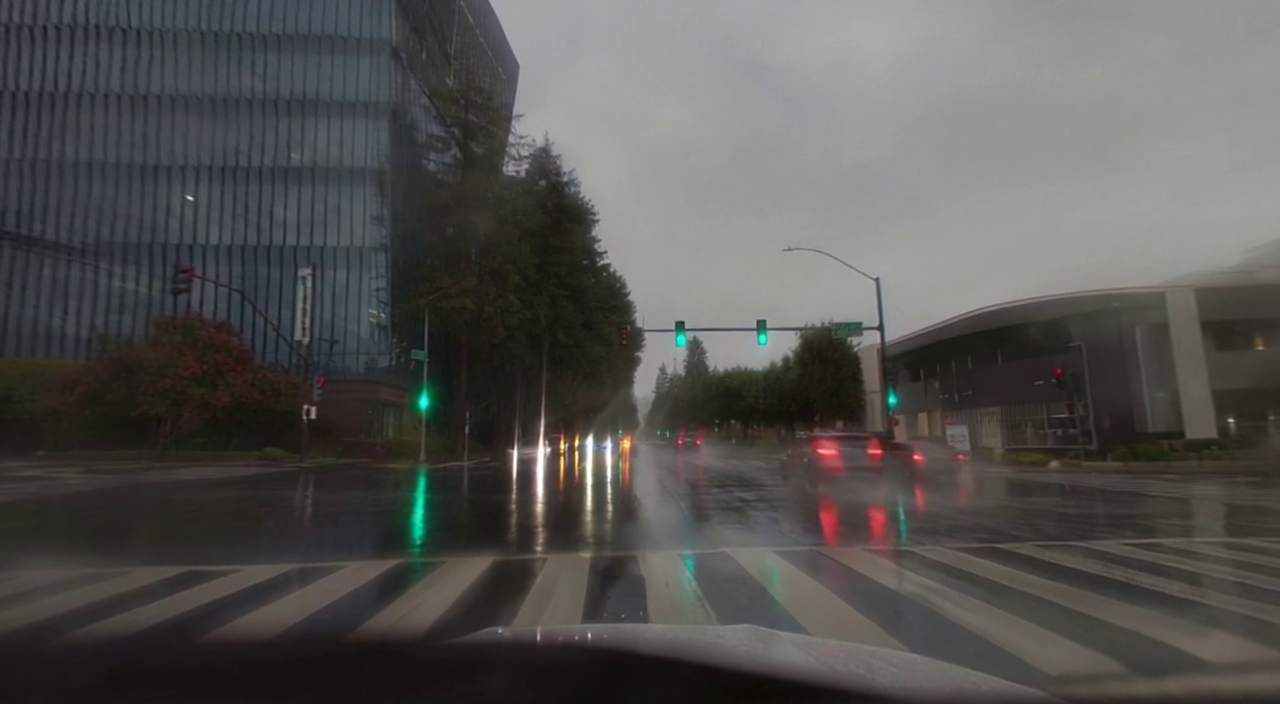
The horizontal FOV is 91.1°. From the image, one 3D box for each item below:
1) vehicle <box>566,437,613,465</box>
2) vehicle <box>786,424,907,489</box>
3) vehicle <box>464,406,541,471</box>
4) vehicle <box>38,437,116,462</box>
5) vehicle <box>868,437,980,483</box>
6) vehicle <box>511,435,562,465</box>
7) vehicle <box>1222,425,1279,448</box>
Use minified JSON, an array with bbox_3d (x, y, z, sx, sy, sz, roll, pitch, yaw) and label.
[{"bbox_3d":[-2.758,5.592,35.569,2.147,1.481,4.331,0,-9,2],"label":"vehicle"},{"bbox_3d":[6.133,3.178,19.368,2.098,1.723,4.881,0,-9,0],"label":"vehicle"},{"bbox_3d":[-9.173,5.728,43.019,3.191,3.314,7.914,-6,-2,0],"label":"vehicle"},{"bbox_3d":[-35.501,6.160,39.682,1.628,1.448,3.621,1,-9,-2],"label":"vehicle"},{"bbox_3d":[9.959,3.822,22.433,1.896,1.463,4.296,0,-9,-1],"label":"vehicle"},{"bbox_3d":[-6.051,5.794,37.295,2.182,1.677,4.384,0,-9,1],"label":"vehicle"},{"bbox_3d":[45.657,6.163,45.701,4.438,1.644,1.873,0,-8,3],"label":"vehicle"}]
